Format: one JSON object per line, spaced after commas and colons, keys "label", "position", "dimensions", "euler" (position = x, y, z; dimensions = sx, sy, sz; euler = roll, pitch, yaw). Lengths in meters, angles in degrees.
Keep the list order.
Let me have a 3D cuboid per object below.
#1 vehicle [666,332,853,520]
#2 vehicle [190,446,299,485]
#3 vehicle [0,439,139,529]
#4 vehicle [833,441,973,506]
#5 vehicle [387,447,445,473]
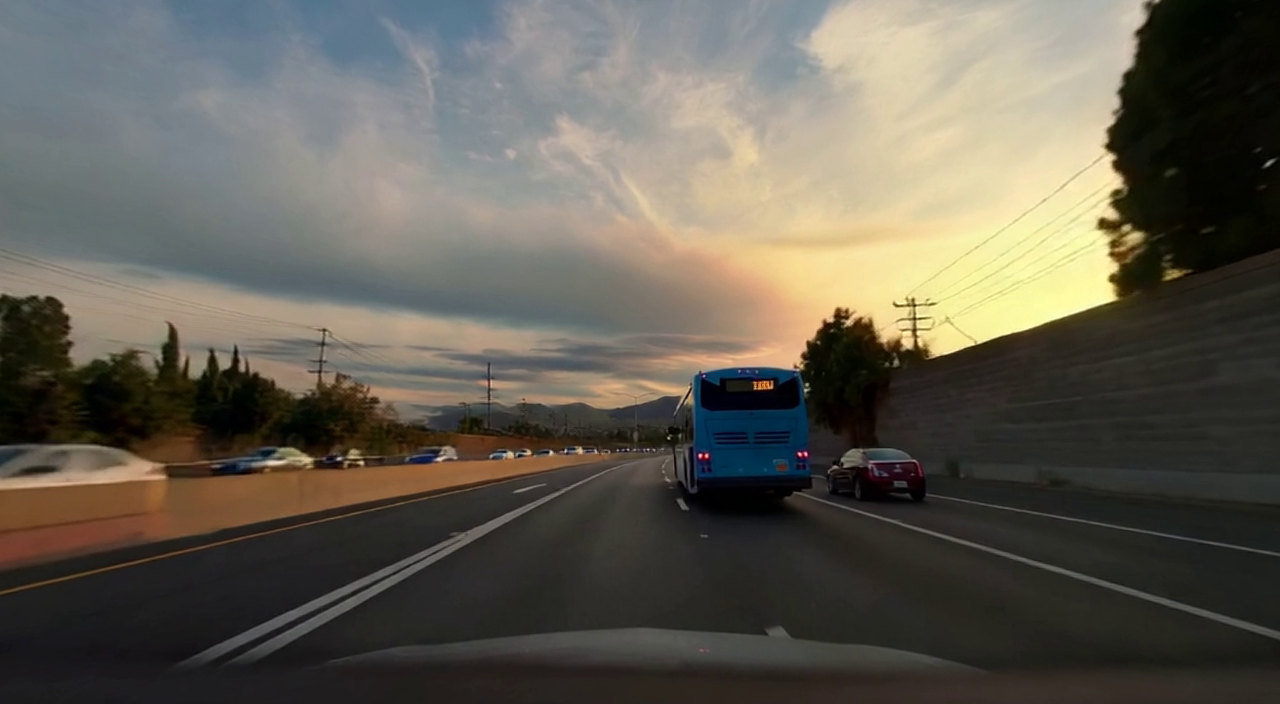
{"label": "vehicle", "position": [2.555, 2.484, 19.377], "dimensions": [3.144, 3.580, 14.591], "euler": [0, -9, 1]}
{"label": "vehicle", "position": [-18.608, 5.315, 30.010], "dimensions": [2.007, 1.679, 4.679], "euler": [-1, -9, 2]}
{"label": "vehicle", "position": [-12.088, 2.392, 11.606], "dimensions": [2.012, 1.527, 4.519], "euler": [0, -9, 1]}
{"label": "vehicle", "position": [7.155, 3.306, 17.808], "dimensions": [2.047, 1.479, 4.593], "euler": [-3, -8, 2]}
{"label": "vehicle", "position": [-14.443, 6.973, 40.999], "dimensions": [1.940, 1.604, 4.525], "euler": [-1, -9, 2]}
